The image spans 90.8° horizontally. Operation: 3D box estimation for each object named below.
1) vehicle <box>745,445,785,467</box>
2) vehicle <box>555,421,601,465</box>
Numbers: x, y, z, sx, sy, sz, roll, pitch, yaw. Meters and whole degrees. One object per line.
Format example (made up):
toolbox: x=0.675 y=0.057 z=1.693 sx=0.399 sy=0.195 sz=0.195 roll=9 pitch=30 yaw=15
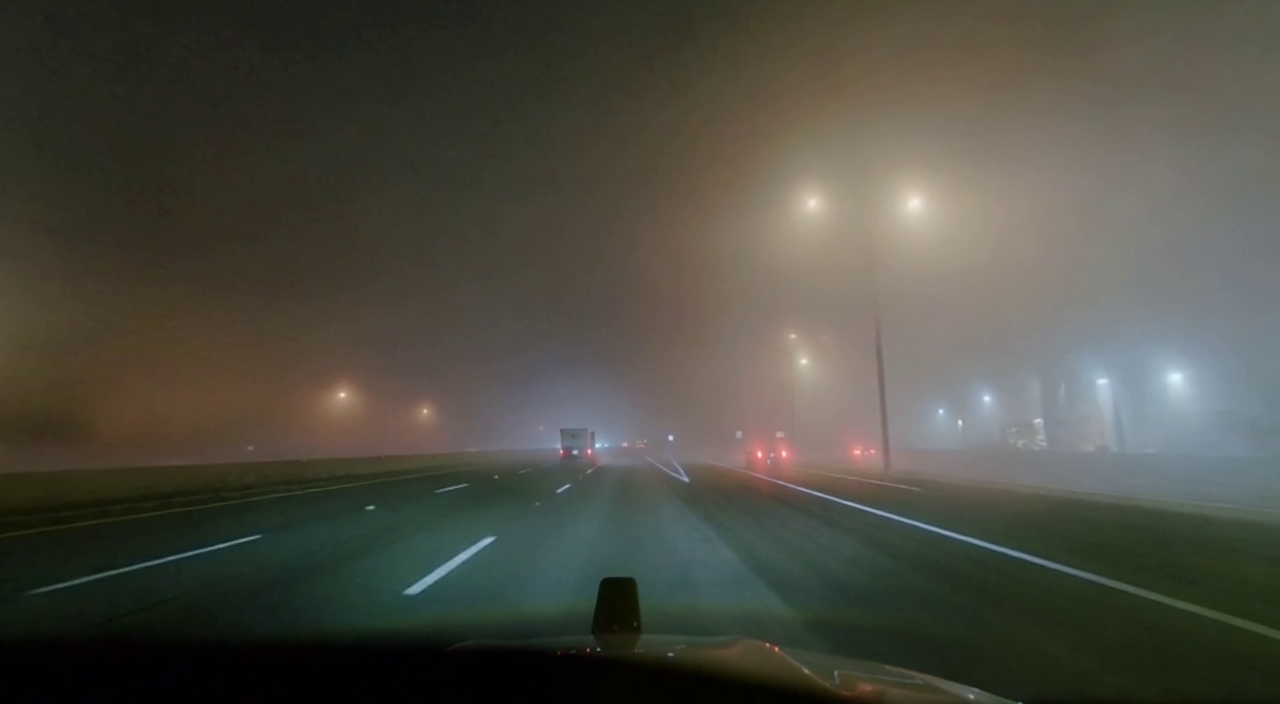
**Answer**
vehicle: x=8.822 y=7.380 z=45.047 sx=2.035 sy=1.491 sz=4.246 roll=0 pitch=-9 yaw=1
vehicle: x=-4.411 y=6.698 z=46.227 sx=2.881 sy=2.937 sz=7.045 roll=0 pitch=-9 yaw=-2
